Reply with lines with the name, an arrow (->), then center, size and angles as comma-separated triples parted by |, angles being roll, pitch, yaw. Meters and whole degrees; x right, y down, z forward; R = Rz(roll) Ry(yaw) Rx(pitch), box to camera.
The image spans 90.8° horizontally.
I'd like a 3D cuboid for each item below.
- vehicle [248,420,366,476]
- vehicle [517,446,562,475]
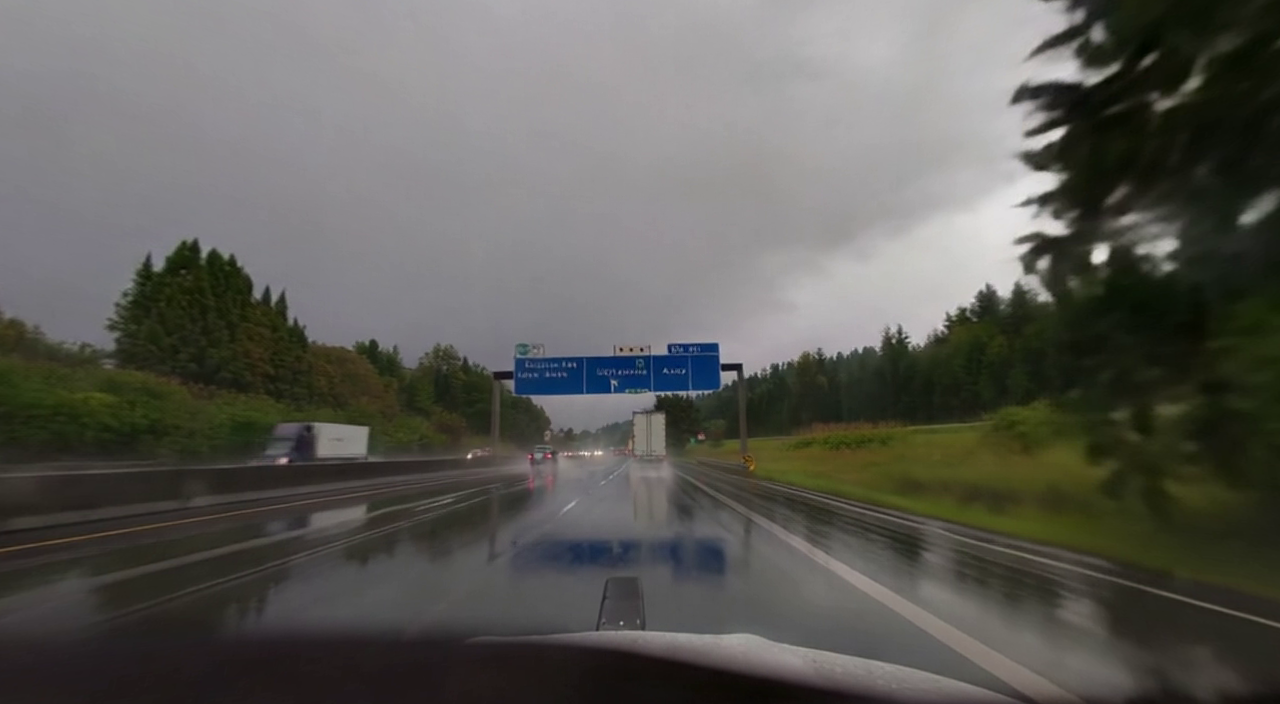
vehicle -> -23.807, 7.024, 45.970 | 3.032, 3.588, 10.037 | 0, -9, 0
vehicle -> -6.514, 7.089, 41.292 | 2.119, 1.754, 4.404 | 0, -9, 1
